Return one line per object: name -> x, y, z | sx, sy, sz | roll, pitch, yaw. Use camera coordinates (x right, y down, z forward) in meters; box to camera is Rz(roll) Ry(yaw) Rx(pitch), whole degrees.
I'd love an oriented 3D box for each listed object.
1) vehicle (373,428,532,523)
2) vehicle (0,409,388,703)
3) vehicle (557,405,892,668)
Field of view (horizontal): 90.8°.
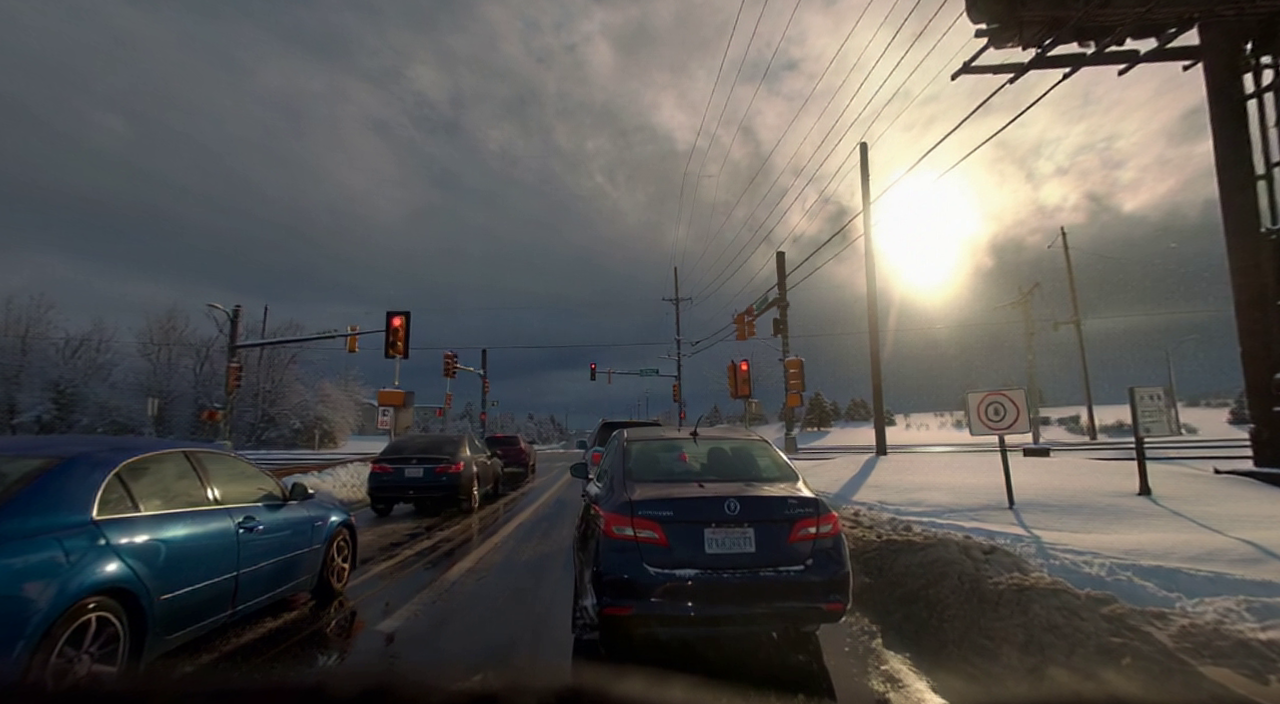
vehicle -> -3.355, 2.280, 12.191 | 1.984, 1.505, 3.982 | 0, -9, -2
vehicle -> -3.707, 1.250, 4.465 | 1.956, 1.468, 4.585 | 0, -9, 0
vehicle -> 0.395, 1.383, 5.796 | 1.998, 1.529, 3.960 | 1, -9, -3
